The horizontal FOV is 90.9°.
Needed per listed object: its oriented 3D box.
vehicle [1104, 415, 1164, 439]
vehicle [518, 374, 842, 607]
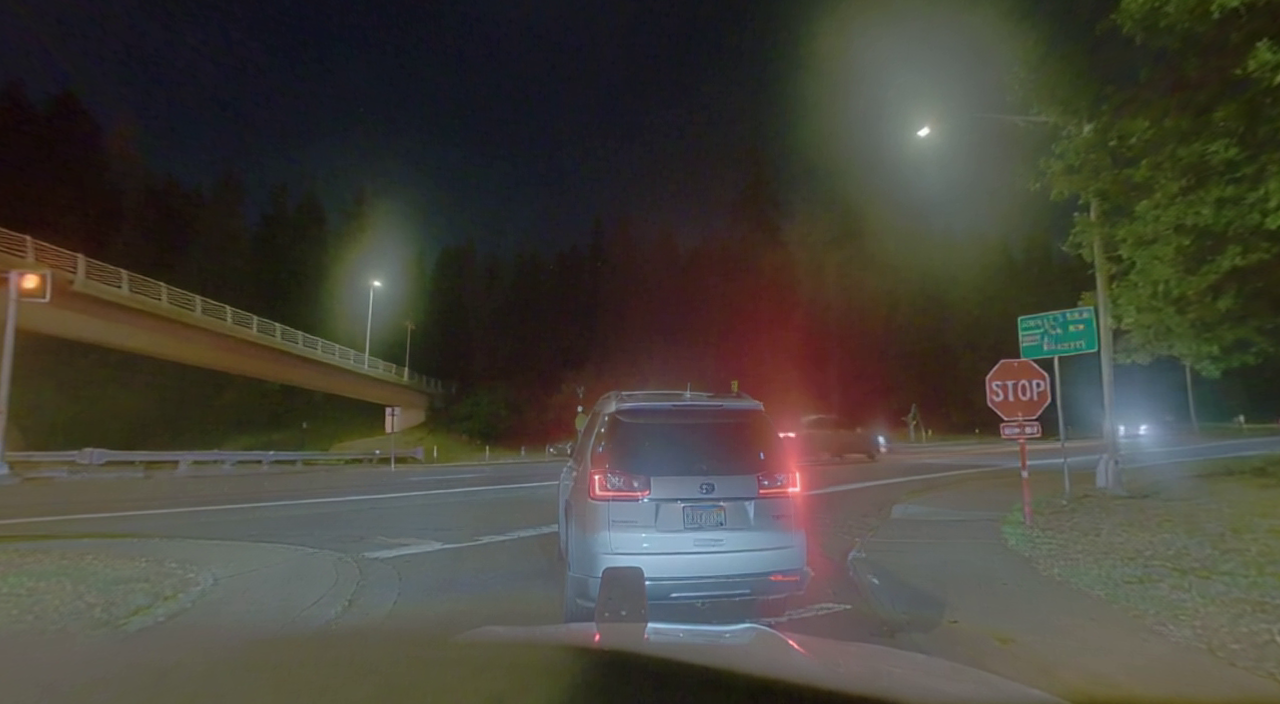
[{"bbox_3d":[38.705,5.900,49.419,4.557,1.712,1.913,5,-10,-29],"label":"vehicle"},{"bbox_3d":[0.306,1.398,7.139,2.494,1.804,4.336,0,-9,0],"label":"vehicle"}]
